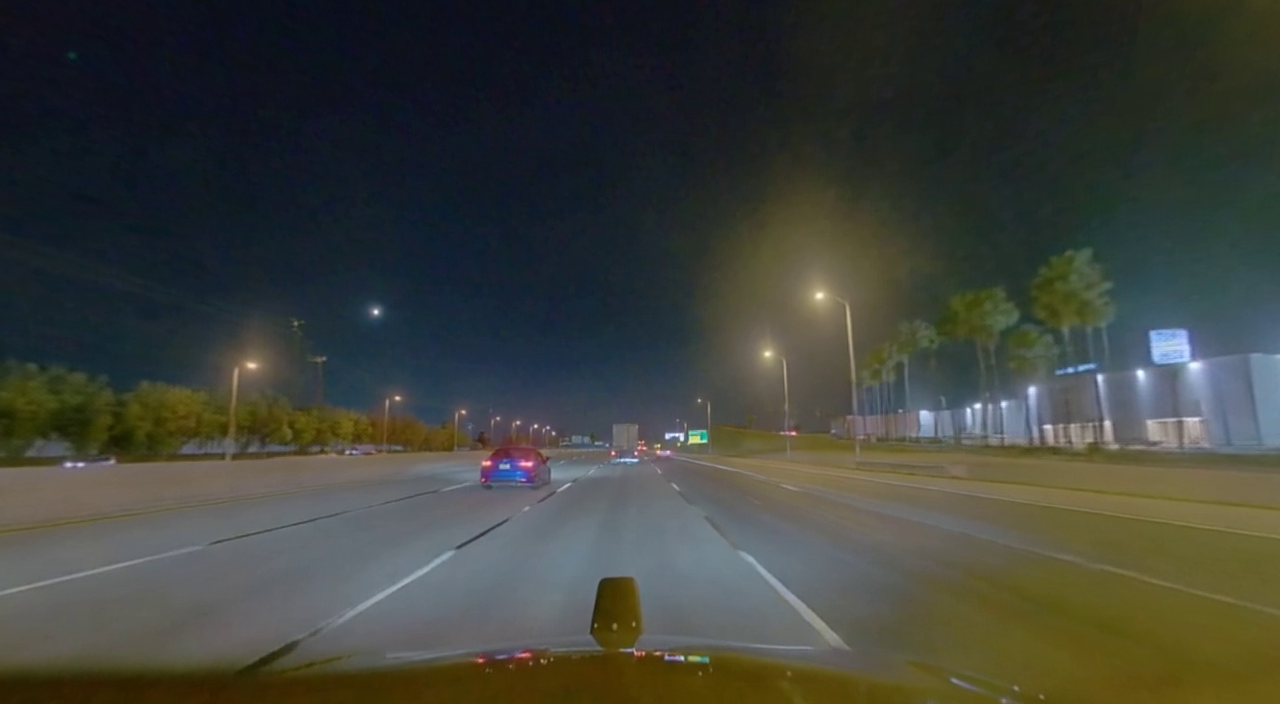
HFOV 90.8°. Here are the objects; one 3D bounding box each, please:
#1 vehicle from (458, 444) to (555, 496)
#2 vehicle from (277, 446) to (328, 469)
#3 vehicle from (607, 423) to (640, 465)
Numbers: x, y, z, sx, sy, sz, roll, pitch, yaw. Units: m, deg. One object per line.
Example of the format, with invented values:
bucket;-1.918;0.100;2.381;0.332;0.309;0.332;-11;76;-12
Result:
vehicle;-4.000;3.599;19.740;2.097;1.447;4.291;0;-8;0
vehicle;-24.690;7.688;46.405;1.730;1.556;3.993;0;-8;-4
vehicle;-1.248;6.989;47.848;2.364;2.953;6.495;0;-8;-1
